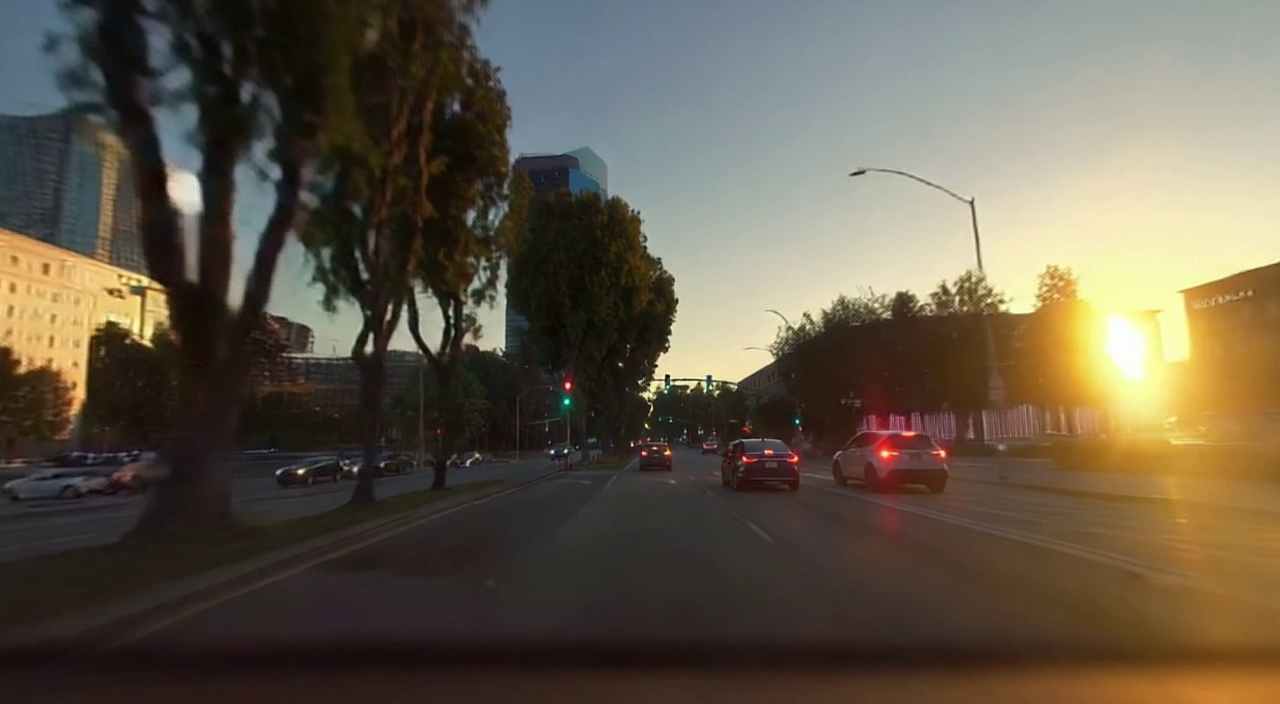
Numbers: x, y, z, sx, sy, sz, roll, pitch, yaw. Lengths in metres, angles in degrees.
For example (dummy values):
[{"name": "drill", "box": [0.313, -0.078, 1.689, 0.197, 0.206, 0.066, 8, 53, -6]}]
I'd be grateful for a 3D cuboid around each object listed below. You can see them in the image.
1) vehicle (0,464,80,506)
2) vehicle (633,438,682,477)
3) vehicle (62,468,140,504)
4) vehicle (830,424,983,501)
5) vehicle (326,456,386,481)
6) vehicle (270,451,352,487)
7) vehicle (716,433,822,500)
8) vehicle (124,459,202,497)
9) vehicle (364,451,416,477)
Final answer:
[{"name": "vehicle", "box": [-30.603, 6.734, 32.226, 1.944, 1.794, 4.468, 5, -10, -30]}, {"name": "vehicle", "box": [0.741, 4.908, 29.547, 2.125, 1.669, 3.880, 0, -8, 0]}, {"name": "vehicle", "box": [-27.401, 6.790, 32.222, 1.989, 1.476, 4.088, 4, -9, -26]}, {"name": "vehicle", "box": [6.908, 2.916, 17.029, 1.963, 1.783, 4.722, 0, -8, -1]}, {"name": "vehicle", "box": [-18.002, 7.403, 40.174, 1.716, 1.412, 4.335, 0, -8, 1]}, {"name": "vehicle", "box": [-17.950, 6.384, 34.646, 1.954, 1.779, 4.635, 0, -8, 0]}, {"name": "vehicle", "box": [3.404, 3.126, 17.626, 1.931, 1.591, 4.708, 0, -8, 0]}, {"name": "vehicle", "box": [-24.564, 6.454, 32.634, 2.076, 1.688, 4.635, 3, -9, -23]}, {"name": "vehicle", "box": [-17.870, 8.003, 45.297, 1.847, 1.730, 4.530, 0, -8, 1]}]
